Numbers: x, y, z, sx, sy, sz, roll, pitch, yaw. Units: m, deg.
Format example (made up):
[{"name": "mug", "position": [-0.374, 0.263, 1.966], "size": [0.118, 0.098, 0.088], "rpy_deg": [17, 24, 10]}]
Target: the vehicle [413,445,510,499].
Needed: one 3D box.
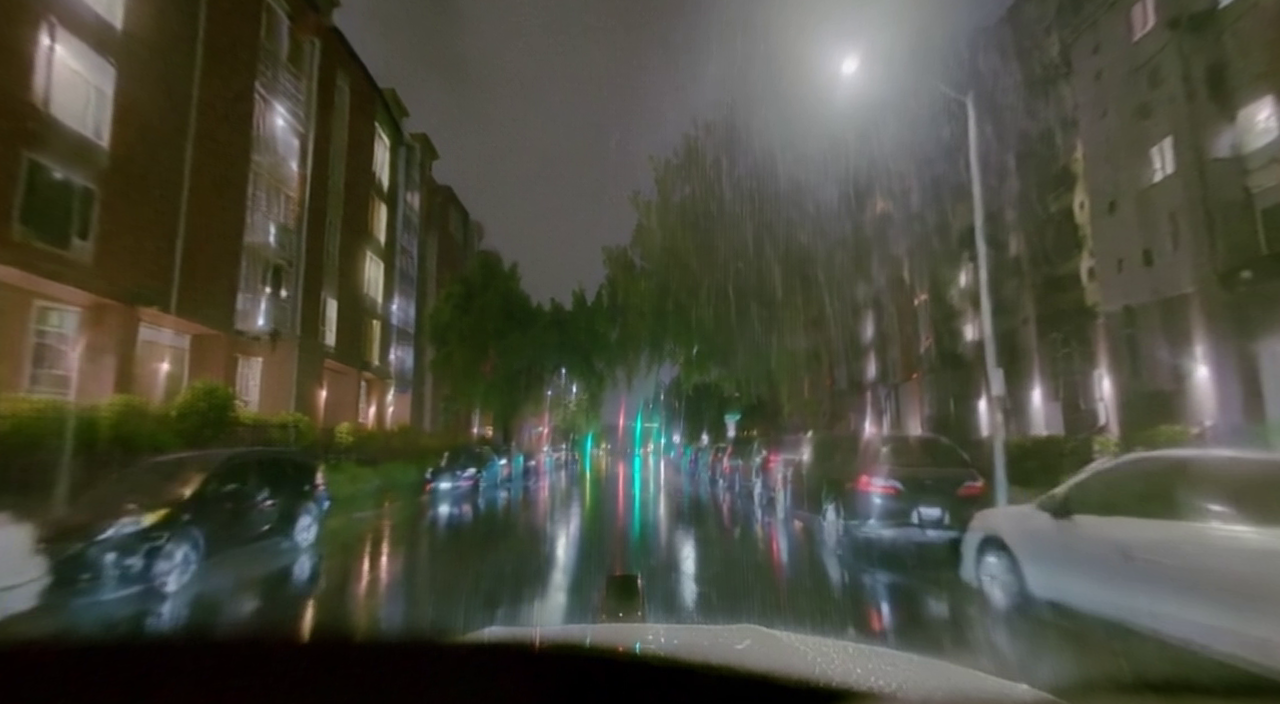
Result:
[{"name": "vehicle", "position": [-5.435, 3.684, 19.881], "size": [1.647, 1.481, 4.433], "rpy_deg": [0, -9, 2]}]

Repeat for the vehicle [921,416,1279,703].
[{"name": "vehicle", "position": [3.703, 1.225, 3.913], "size": [1.740, 1.527, 4.602], "rpy_deg": [0, -9, -1]}]

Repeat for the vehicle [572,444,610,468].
[{"name": "vehicle", "position": [-3.165, 6.804, 41.494], "size": [1.939, 1.504, 4.121], "rpy_deg": [-1, -9, 3]}]

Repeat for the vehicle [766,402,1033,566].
[{"name": "vehicle", "position": [3.390, 1.846, 9.570], "size": [1.835, 1.809, 4.997], "rpy_deg": [0, -9, -1]}]

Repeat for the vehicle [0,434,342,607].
[{"name": "vehicle", "position": [-5.153, 1.762, 7.394], "size": [1.628, 1.504, 3.500], "rpy_deg": [0, -9, -1]}]
